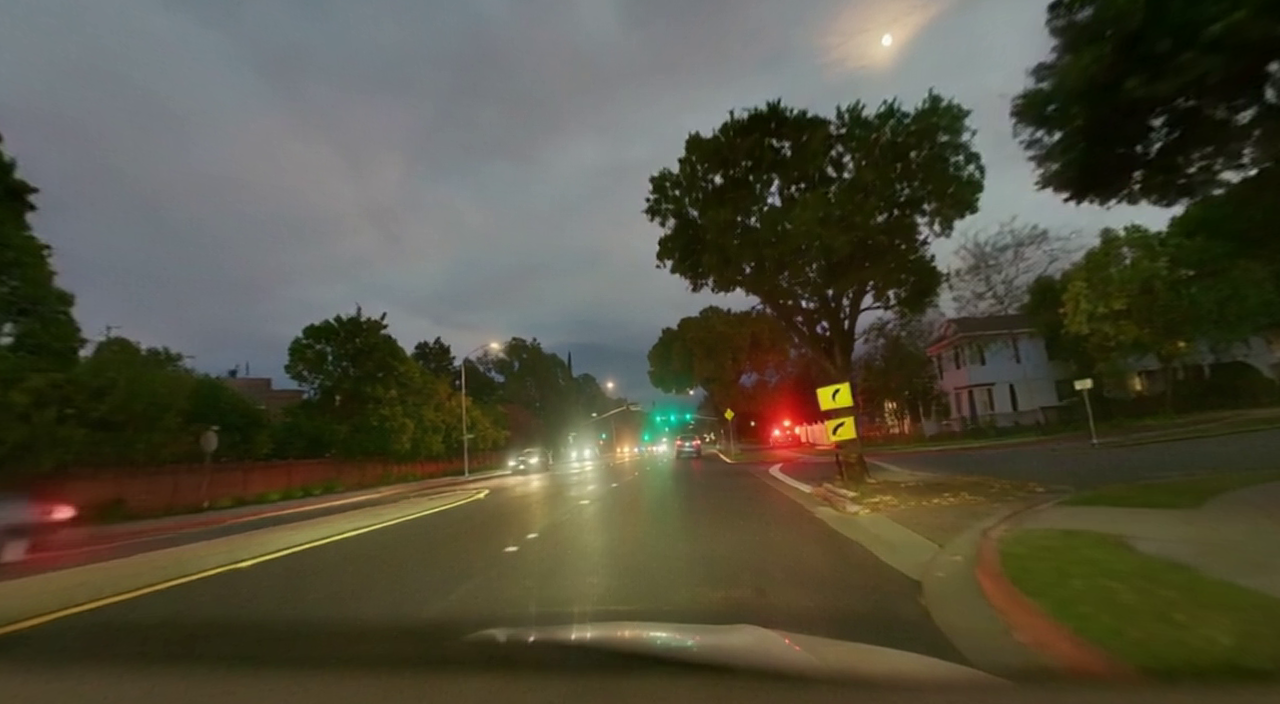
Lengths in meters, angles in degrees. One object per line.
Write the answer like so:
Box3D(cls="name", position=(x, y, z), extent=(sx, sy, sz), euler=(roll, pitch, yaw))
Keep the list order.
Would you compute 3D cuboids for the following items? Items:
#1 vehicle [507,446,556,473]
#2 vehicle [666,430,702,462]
Box3D(cls="vehicle", position=(-7.516, 7.497, 44.110), extent=(2.014, 1.734, 4.482), euler=(-2, -8, 9))
Box3D(cls="vehicle", position=(2.824, 5.934, 39.853), extent=(2.059, 1.908, 4.714), euler=(-2, -8, 6))
